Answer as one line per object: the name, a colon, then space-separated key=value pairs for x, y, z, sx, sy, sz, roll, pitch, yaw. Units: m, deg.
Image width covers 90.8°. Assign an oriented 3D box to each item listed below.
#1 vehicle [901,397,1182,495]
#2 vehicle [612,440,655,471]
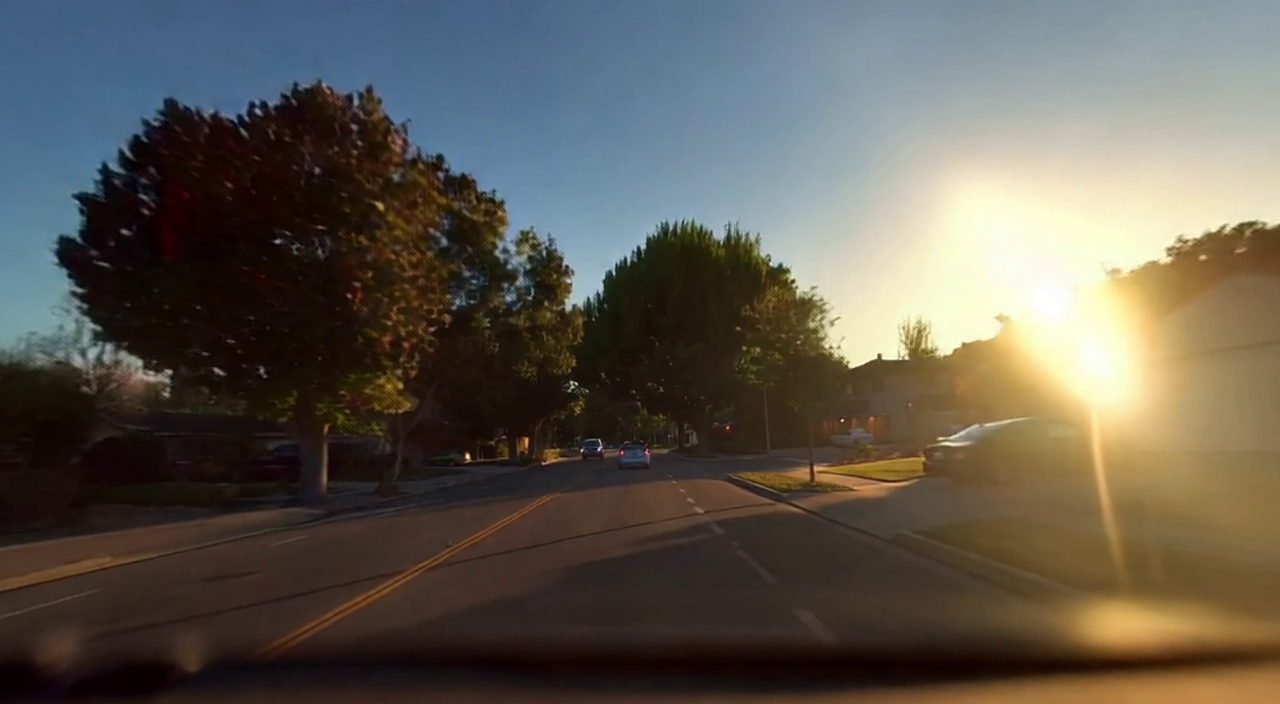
vehicle: x=8.691 y=2.072 z=14.015 sx=4.740 sy=1.467 sz=2.074 roll=-6 pitch=-8 yaw=-3
vehicle: x=-0.337 y=5.430 z=33.337 sx=2.098 sy=1.483 sz=4.099 roll=0 pitch=-9 yaw=-1
